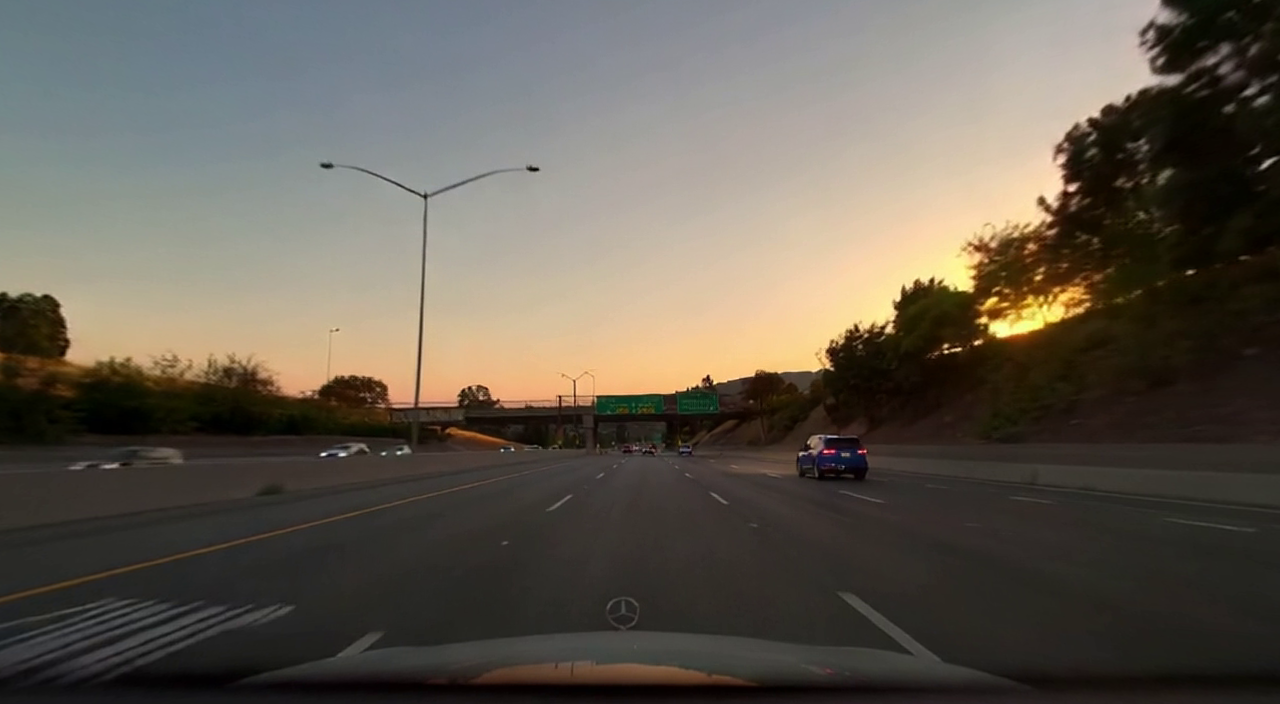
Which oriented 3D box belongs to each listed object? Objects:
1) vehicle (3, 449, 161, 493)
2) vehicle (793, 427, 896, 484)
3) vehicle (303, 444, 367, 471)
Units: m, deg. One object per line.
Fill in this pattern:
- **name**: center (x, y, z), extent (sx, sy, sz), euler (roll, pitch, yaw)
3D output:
- **vehicle**: center (-21.687, 4.611, 24.872), extent (1.895, 1.490, 4.731), euler (0, -8, 0)
- **vehicle**: center (7.415, 3.803, 23.479), extent (2.222, 1.899, 4.595), euler (0, -8, -1)
- **vehicle**: center (-21.715, 7.477, 45.197), extent (2.096, 1.815, 4.839), euler (0, -8, 0)
